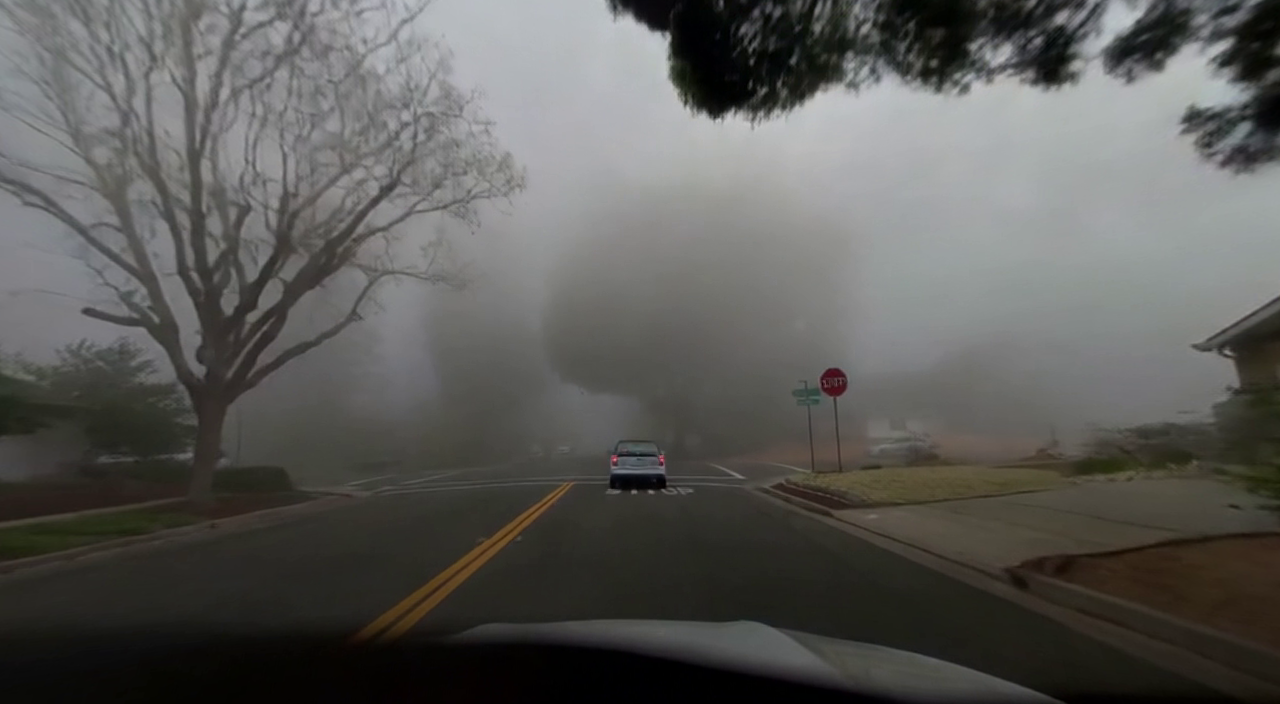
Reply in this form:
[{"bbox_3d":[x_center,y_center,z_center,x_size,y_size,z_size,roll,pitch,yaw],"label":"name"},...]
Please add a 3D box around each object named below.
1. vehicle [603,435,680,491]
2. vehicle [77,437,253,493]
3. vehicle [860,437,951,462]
[{"bbox_3d":[-0.033,3.295,18.998,2.043,1.484,4.340,0,-9,-2],"label":"vehicle"},{"bbox_3d":[-20.904,5.004,27.963,5.796,1.946,2.391,-3,-10,-3],"label":"vehicle"},{"bbox_3d":[16.499,6.072,39.195,4.748,1.488,2.029,1,-9,-5],"label":"vehicle"}]
